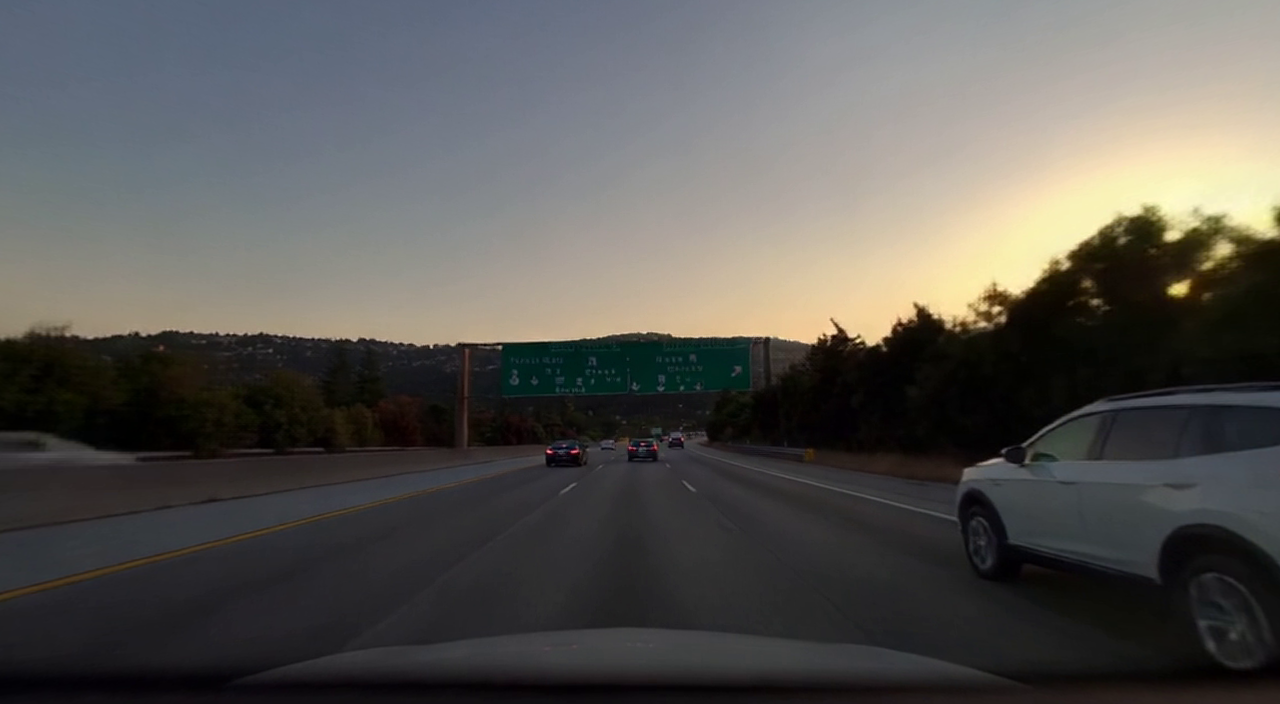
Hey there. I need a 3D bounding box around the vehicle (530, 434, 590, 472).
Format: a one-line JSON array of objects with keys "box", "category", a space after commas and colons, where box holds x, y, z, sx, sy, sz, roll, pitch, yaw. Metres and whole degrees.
[{"box": [-3.566, 4.586, 28.710, 2.066, 1.561, 4.495, 0, -8, 1], "category": "vehicle"}]

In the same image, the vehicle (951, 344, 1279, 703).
[{"box": [4.071, 0.943, 3.866, 2.025, 1.707, 4.279, 0, -8, -1], "category": "vehicle"}]

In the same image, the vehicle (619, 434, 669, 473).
[{"box": [0.171, 4.458, 27.798, 2.049, 1.542, 3.816, 0, -8, 0], "category": "vehicle"}]
